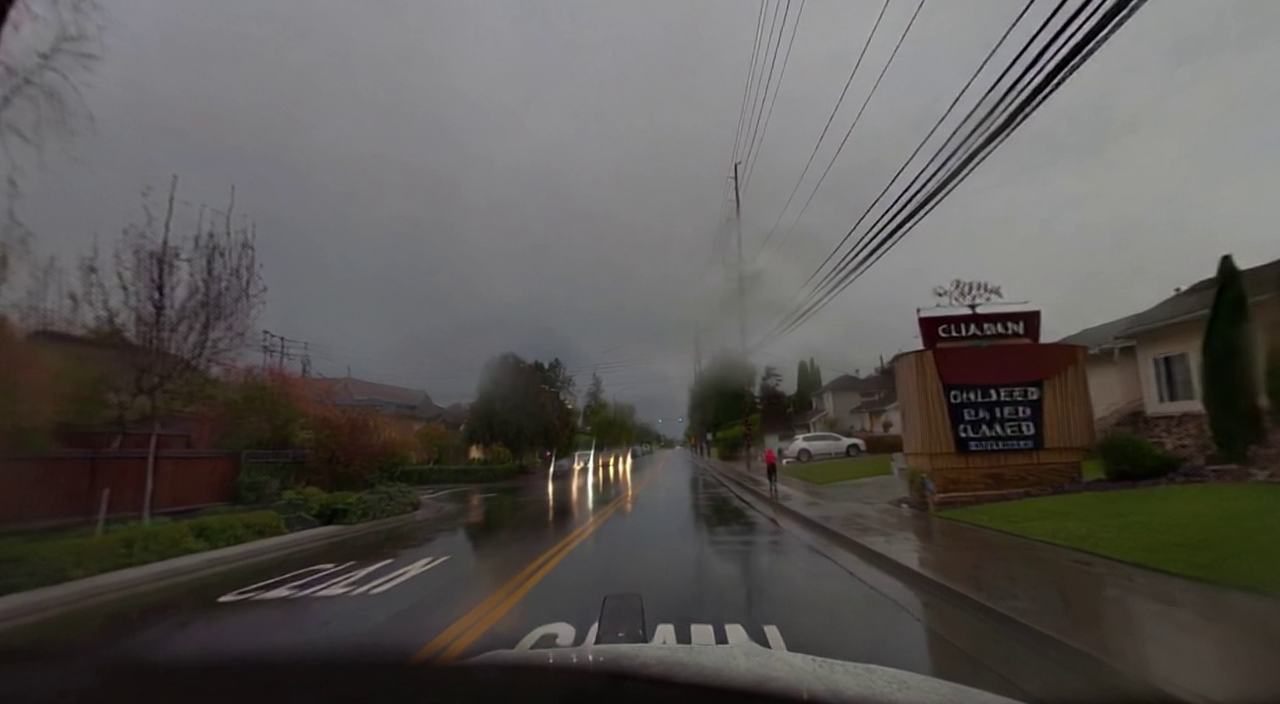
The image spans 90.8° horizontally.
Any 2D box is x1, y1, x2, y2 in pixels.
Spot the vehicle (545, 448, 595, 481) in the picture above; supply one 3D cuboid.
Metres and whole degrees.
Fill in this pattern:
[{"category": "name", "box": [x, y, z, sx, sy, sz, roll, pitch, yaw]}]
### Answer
[{"category": "vehicle", "box": [-4.062, 6.645, 37.538, 2.203, 1.787, 4.704, -1, -8, 3]}]
